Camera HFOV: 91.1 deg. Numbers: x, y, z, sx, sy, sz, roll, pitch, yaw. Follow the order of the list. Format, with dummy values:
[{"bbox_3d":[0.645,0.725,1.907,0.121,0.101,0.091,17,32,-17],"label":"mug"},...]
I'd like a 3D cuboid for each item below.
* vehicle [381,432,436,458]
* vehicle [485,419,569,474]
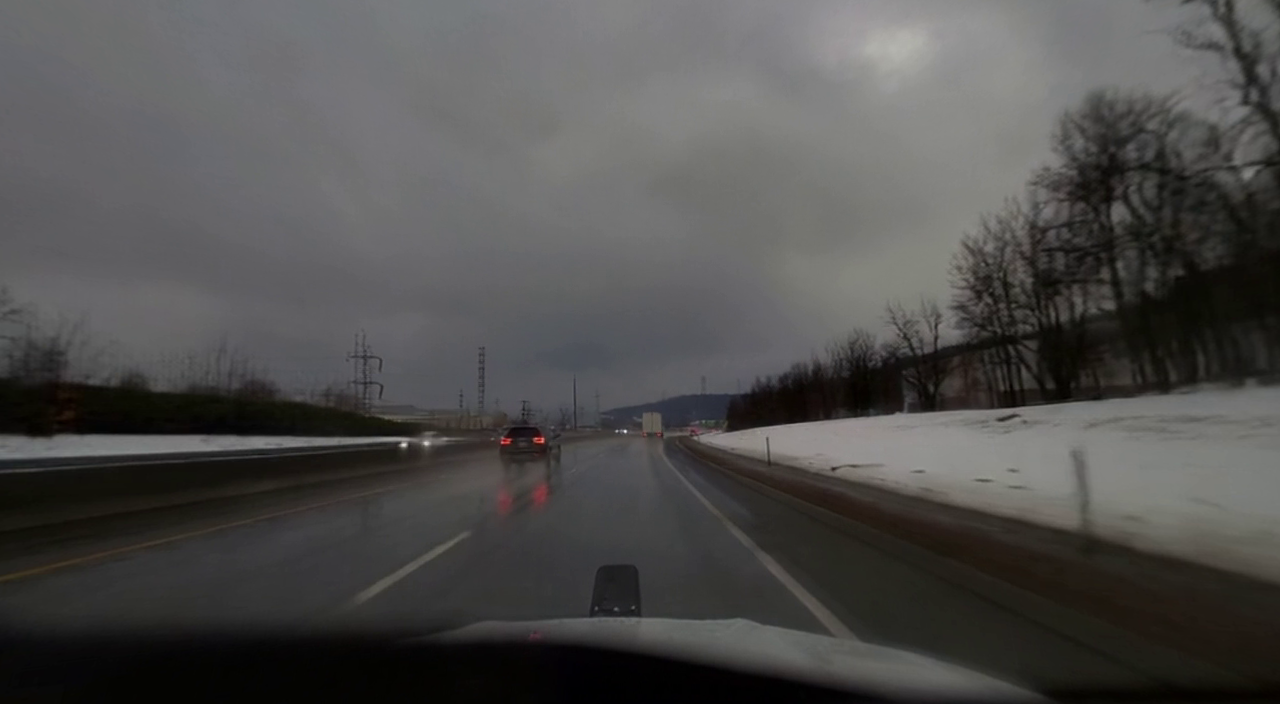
[{"bbox_3d":[-14.422,5.805,39.378,1.836,1.516,3.879,-1,-8,1],"label":"vehicle"},{"bbox_3d":[-3.756,3.224,21.703,2.018,1.678,4.312,0,-8,1],"label":"vehicle"}]
